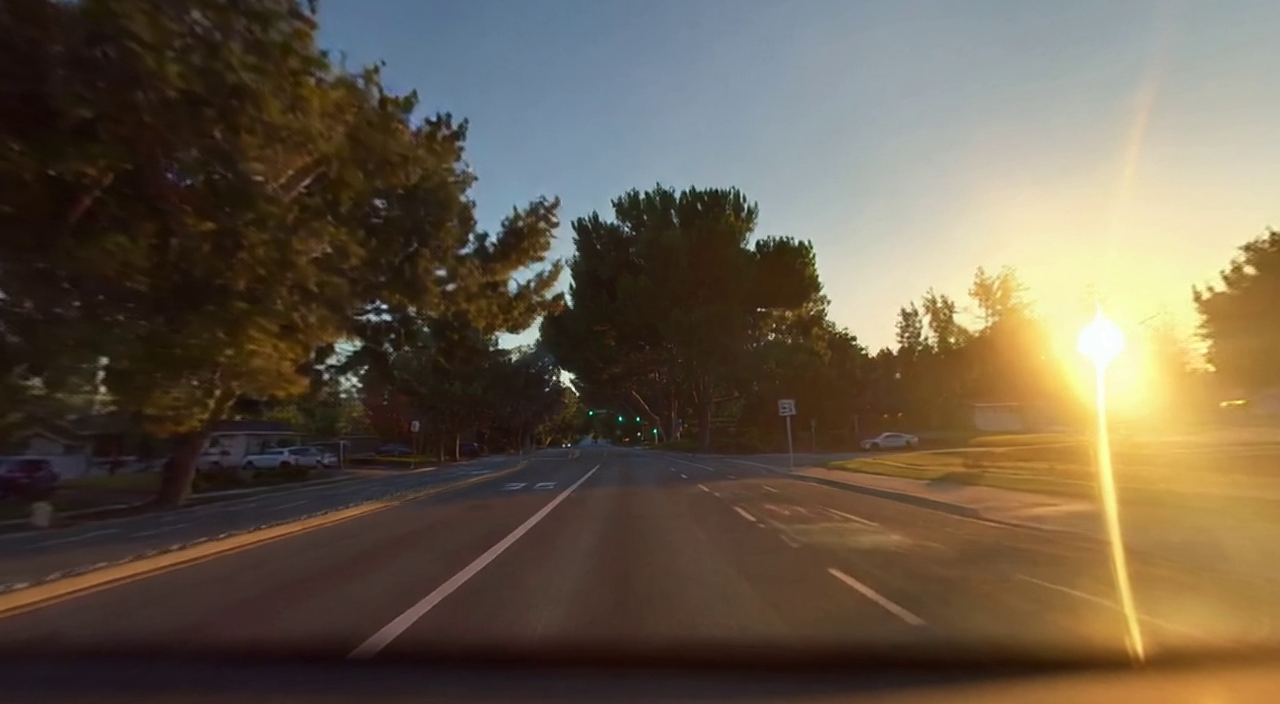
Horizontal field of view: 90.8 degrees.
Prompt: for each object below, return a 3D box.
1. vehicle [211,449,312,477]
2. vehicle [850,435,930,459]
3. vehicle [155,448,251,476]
[{"bbox_3d":[-21.374,6.271,35.780,4.495,1.472,1.833,0,-9,-1],"label":"vehicle"},{"bbox_3d":[19.034,7.283,48.223,5.172,1.468,1.964,-3,-10,-2],"label":"vehicle"},{"bbox_3d":[-26.727,6.760,38.742,4.446,1.548,1.973,-1,-10,2],"label":"vehicle"}]
